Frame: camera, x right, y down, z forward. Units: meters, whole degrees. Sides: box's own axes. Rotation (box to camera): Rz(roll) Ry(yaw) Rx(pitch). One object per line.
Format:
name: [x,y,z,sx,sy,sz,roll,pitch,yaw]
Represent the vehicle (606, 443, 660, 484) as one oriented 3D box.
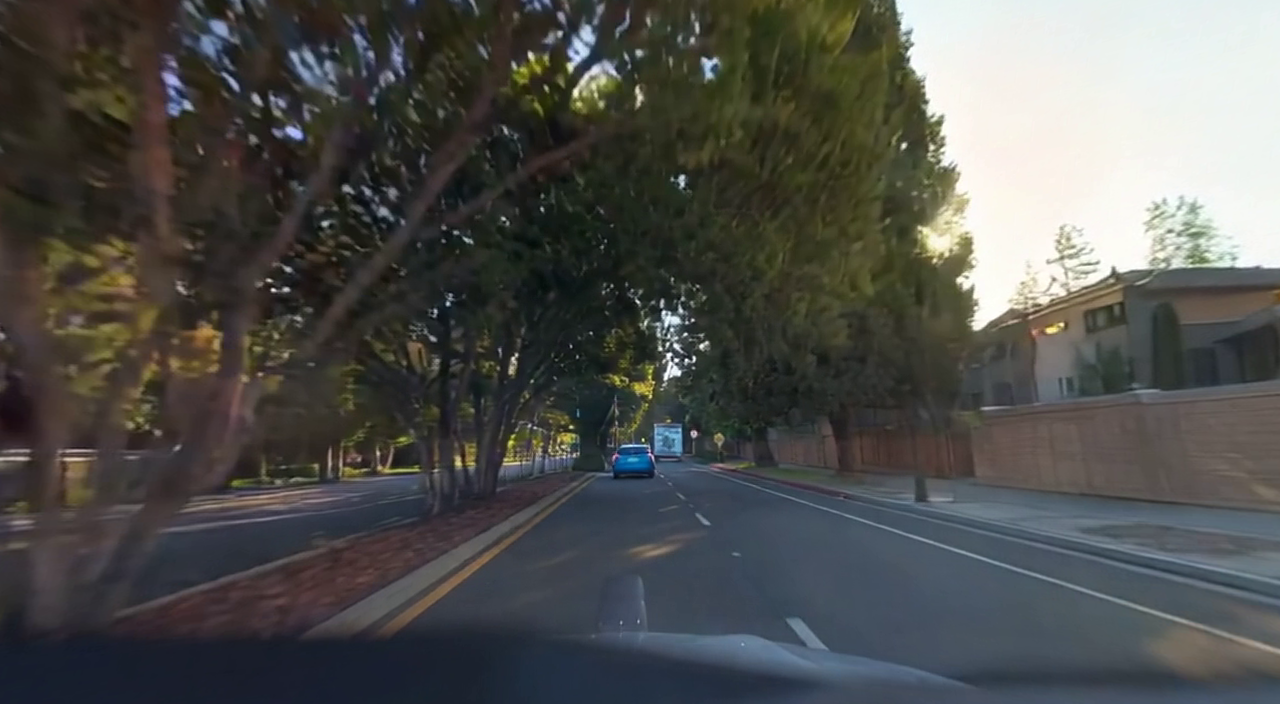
vehicle: [-0.278,4.449,25.598,2.018,1.511,3.993,0,-8,0]
